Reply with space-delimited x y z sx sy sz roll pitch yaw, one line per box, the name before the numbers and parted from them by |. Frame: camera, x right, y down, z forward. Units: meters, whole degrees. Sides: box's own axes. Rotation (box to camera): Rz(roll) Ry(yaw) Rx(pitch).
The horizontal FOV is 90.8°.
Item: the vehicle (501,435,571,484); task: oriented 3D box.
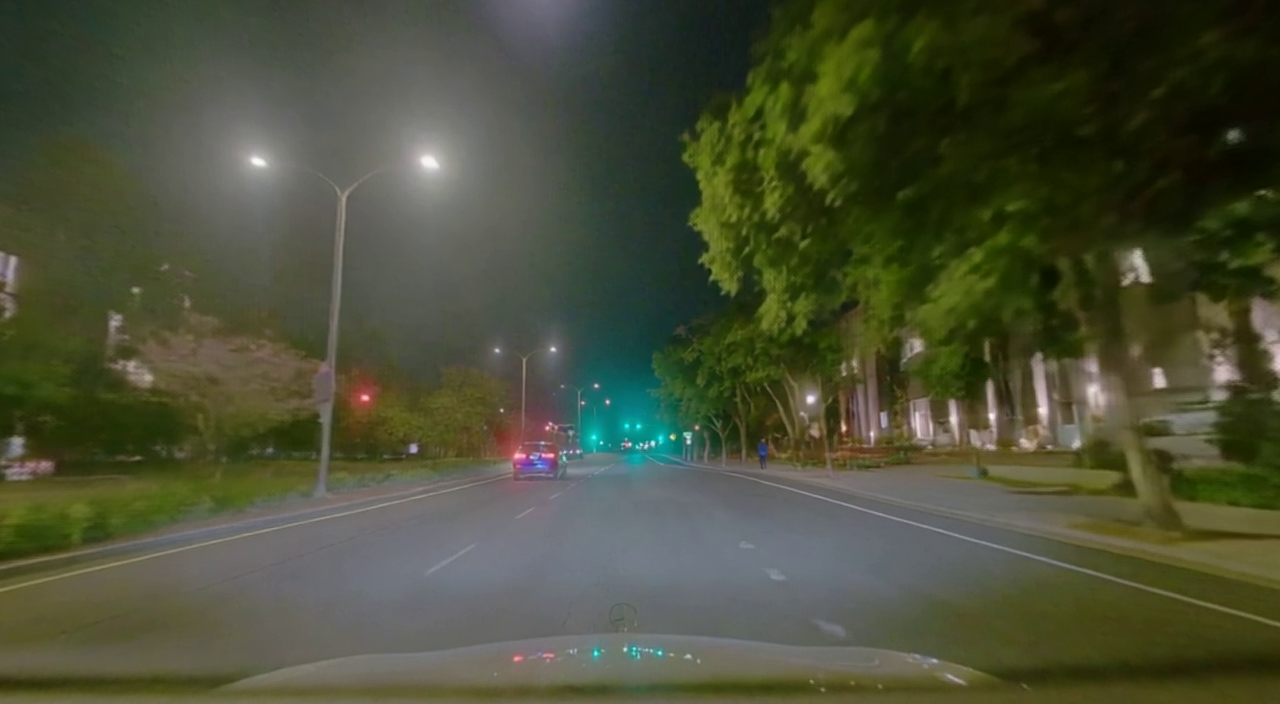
vehicle | -3.999 4.183 24.962 1.993 1.733 4.262 0 -8 1
